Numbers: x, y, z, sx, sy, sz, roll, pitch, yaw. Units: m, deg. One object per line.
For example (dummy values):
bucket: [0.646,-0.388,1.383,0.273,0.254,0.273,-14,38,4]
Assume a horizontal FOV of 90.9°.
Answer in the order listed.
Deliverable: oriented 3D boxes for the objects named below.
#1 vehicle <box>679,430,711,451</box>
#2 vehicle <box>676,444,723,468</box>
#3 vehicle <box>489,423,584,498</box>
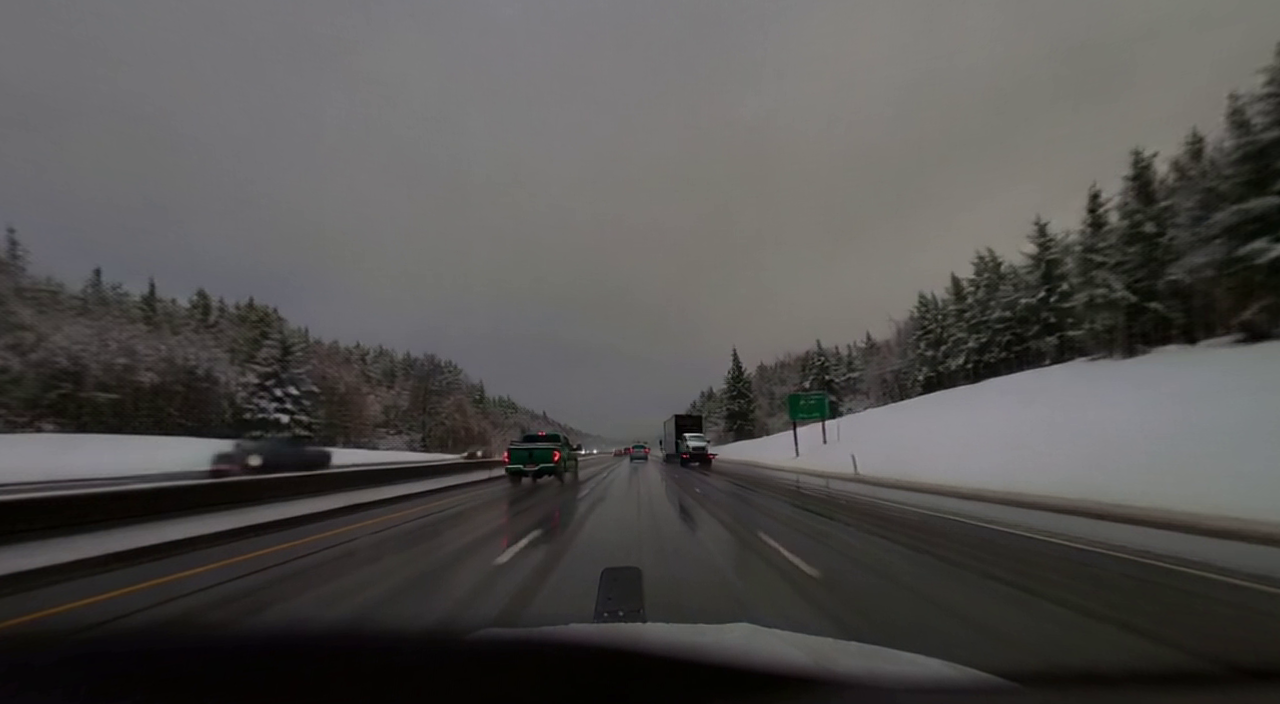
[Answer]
vehicle: [4.143,6.809,48.393,1.968,1.547,4.215,0,-9,-2]
vehicle: [4.277,7.730,47.095,2.654,1.574,9.537,-1,-9,1]
vehicle: [-3.052,3.338,19.698,2.142,2.044,4.446,0,-9,1]
